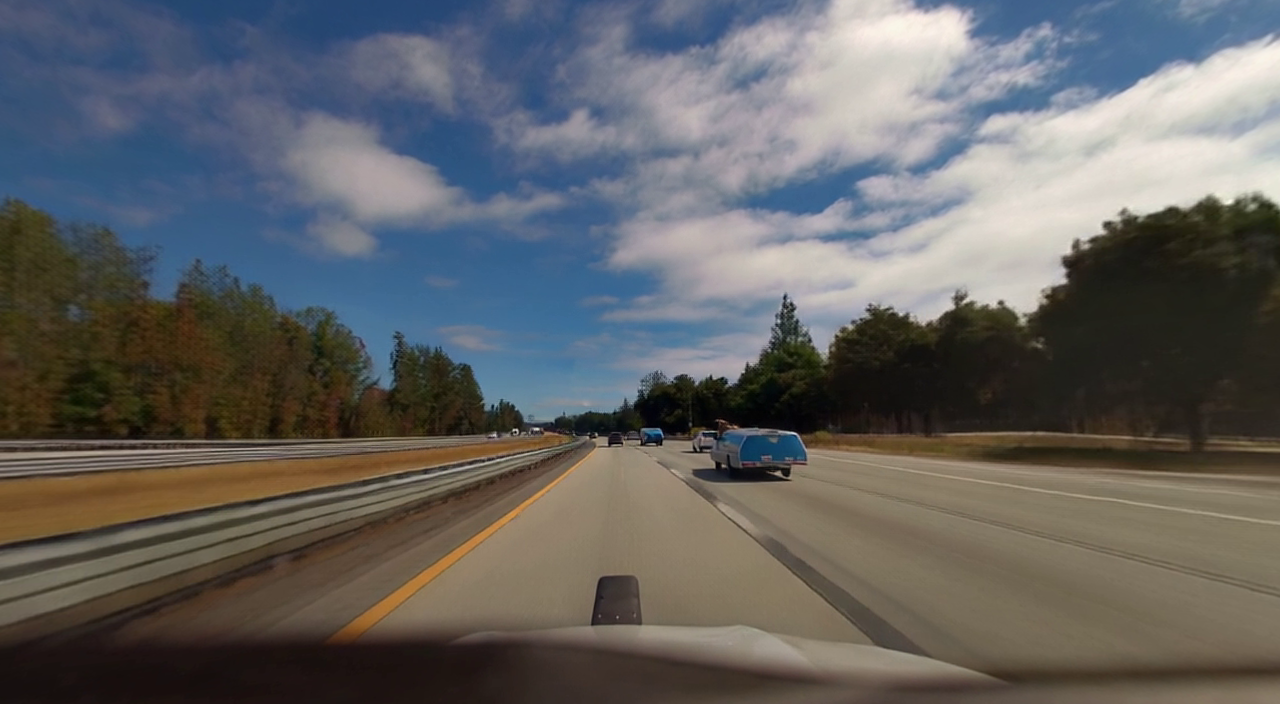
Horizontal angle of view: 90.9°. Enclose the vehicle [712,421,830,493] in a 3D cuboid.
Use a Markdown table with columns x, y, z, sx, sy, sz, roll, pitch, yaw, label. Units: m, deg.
| x | y | z | sx | sy | sz | roll | pitch | yaw | label |
| --- | --- | --- | --- | --- | --- | --- | --- | --- | --- |
| 3.117 | 2.584 | 15.889 | 2.002 | 1.569 | 3.845 | 0 | -8 | -2 | vehicle |
